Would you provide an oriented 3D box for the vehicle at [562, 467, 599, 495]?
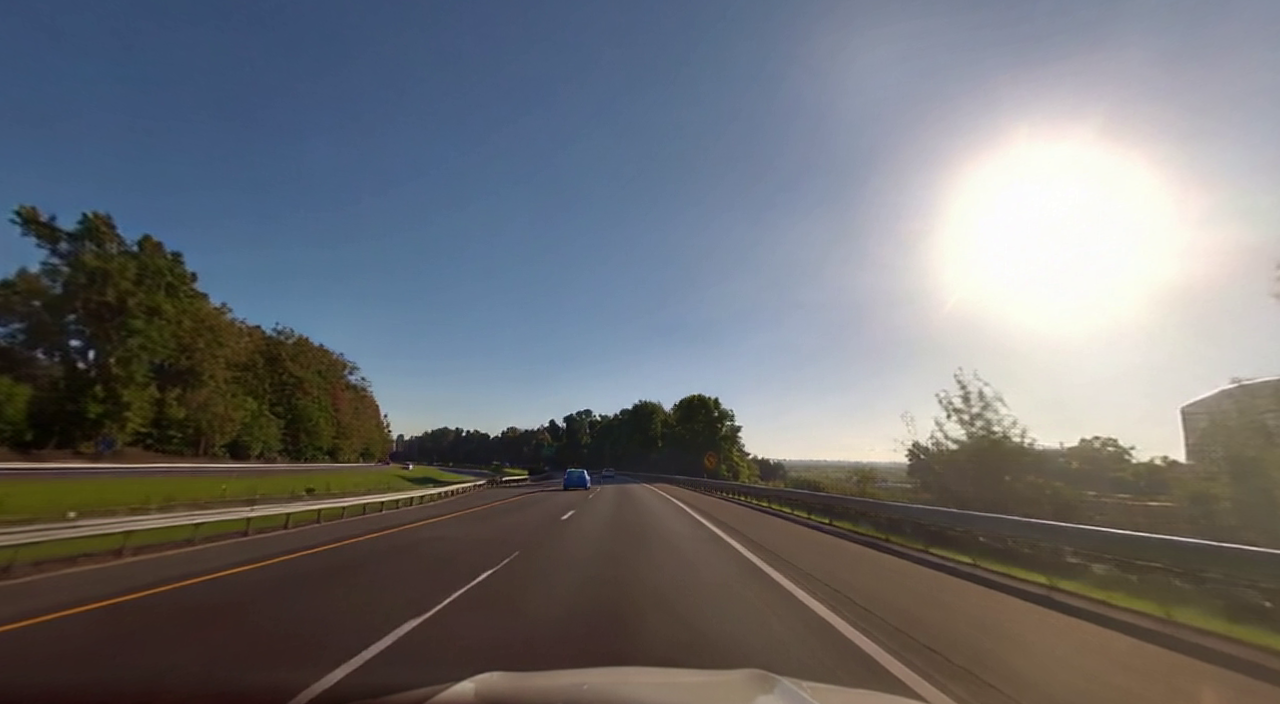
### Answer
[{"bbox_3d":[-3.520,7.734,38.073,1.967,1.556,4.364,1,-11,-2],"label":"vehicle"}]
